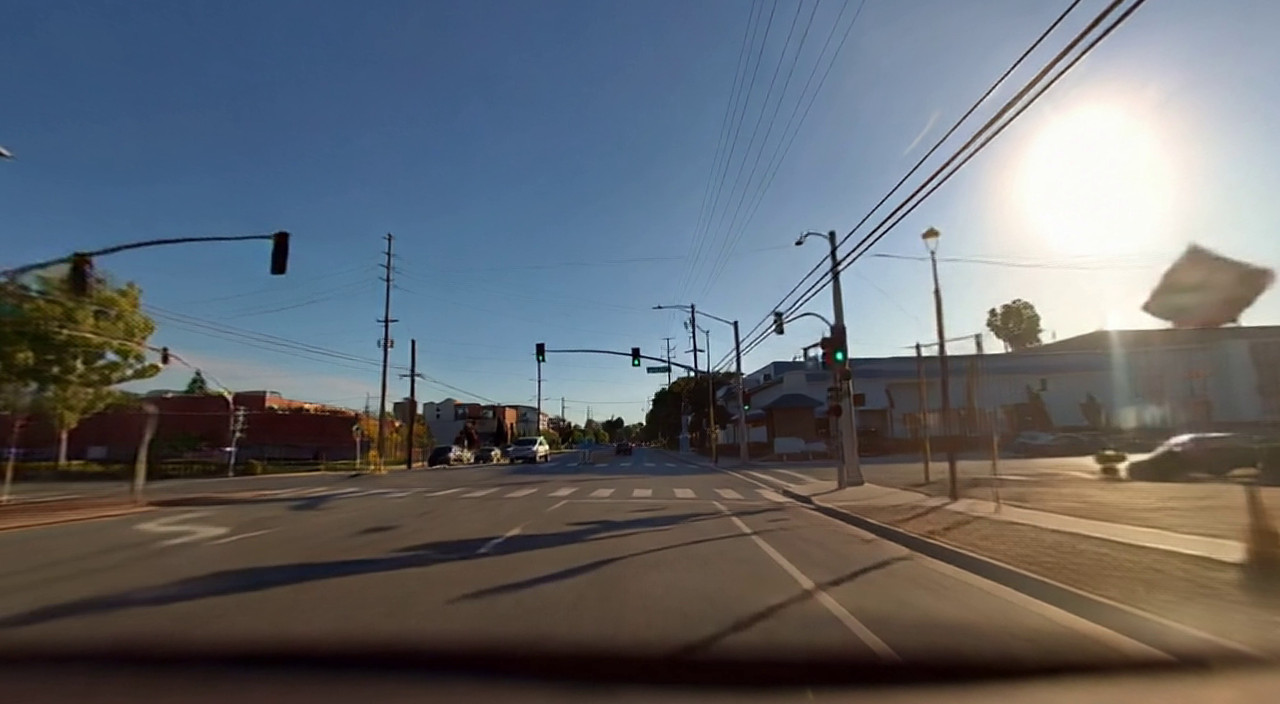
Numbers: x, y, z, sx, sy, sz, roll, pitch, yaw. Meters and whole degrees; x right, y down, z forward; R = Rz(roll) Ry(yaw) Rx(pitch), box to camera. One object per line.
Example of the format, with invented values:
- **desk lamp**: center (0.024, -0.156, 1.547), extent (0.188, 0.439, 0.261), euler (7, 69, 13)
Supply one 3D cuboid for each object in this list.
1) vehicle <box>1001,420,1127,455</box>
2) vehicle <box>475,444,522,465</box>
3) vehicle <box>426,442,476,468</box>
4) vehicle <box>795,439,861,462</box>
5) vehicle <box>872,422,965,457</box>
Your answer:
- **vehicle**: center (26.599, 5.443, 39.863), extent (2.370, 2.038, 6.186), euler (4, -9, -22)
- **vehicle**: center (-10.980, 8.001, 49.320), extent (2.090, 1.519, 4.919), euler (-1, -8, 6)
- **vehicle**: center (-14.426, 7.868, 48.476), extent (2.112, 1.880, 4.479), euler (-1, -8, 5)
- **vehicle**: center (13.913, 7.313, 46.965), extent (1.897, 1.532, 4.694), euler (2, -8, -26)
- **vehicle**: center (20.135, 6.487, 45.970), extent (2.609, 2.332, 5.734), euler (5, -11, -25)
